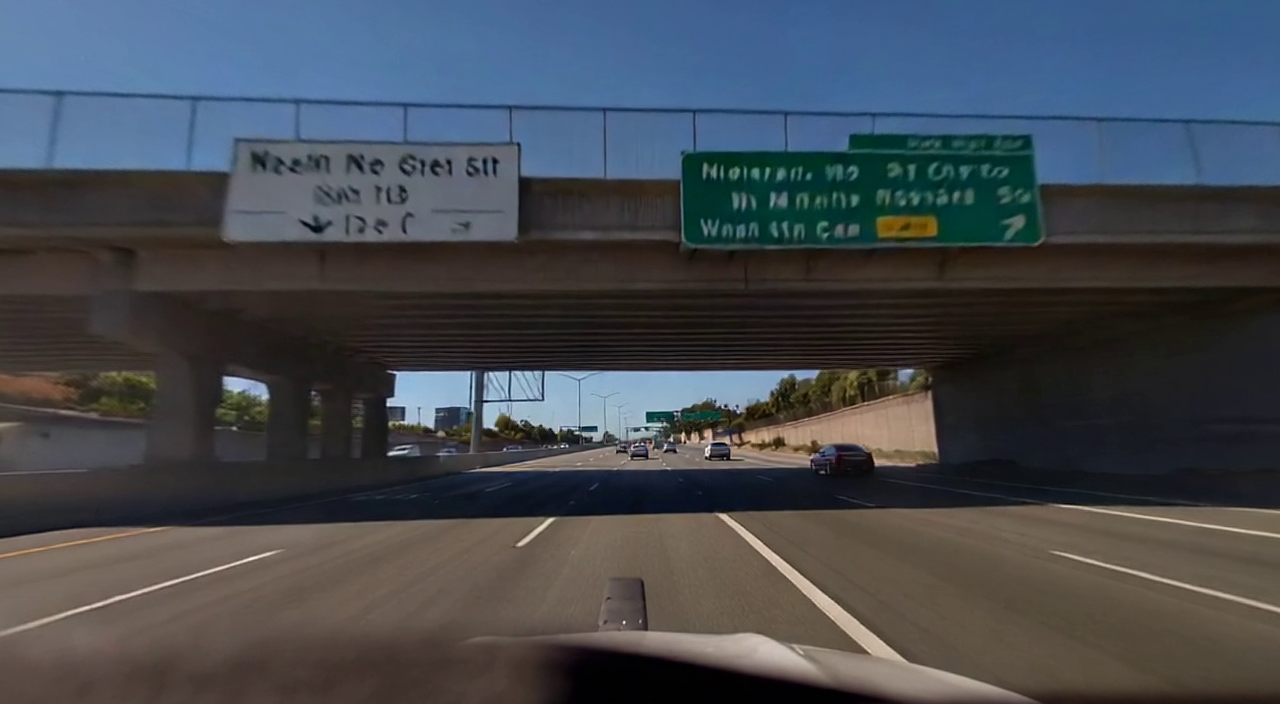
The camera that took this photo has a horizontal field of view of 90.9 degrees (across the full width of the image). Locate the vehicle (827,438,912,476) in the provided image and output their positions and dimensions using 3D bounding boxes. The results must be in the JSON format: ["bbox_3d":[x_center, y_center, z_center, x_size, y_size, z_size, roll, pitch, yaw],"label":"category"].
[{"bbox_3d":[10.056,4.626,28.104,2.000,1.514,4.585,0,-9,-1],"label":"vehicle"}]

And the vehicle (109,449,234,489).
[{"bbox_3d":[-20.360,5.081,27.726,1.854,1.569,4.695,0,-9,0],"label":"vehicle"}]

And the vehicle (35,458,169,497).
[{"bbox_3d":[-23.711,5.502,28.057,1.946,1.502,4.540,0,-9,0],"label":"vehicle"}]
